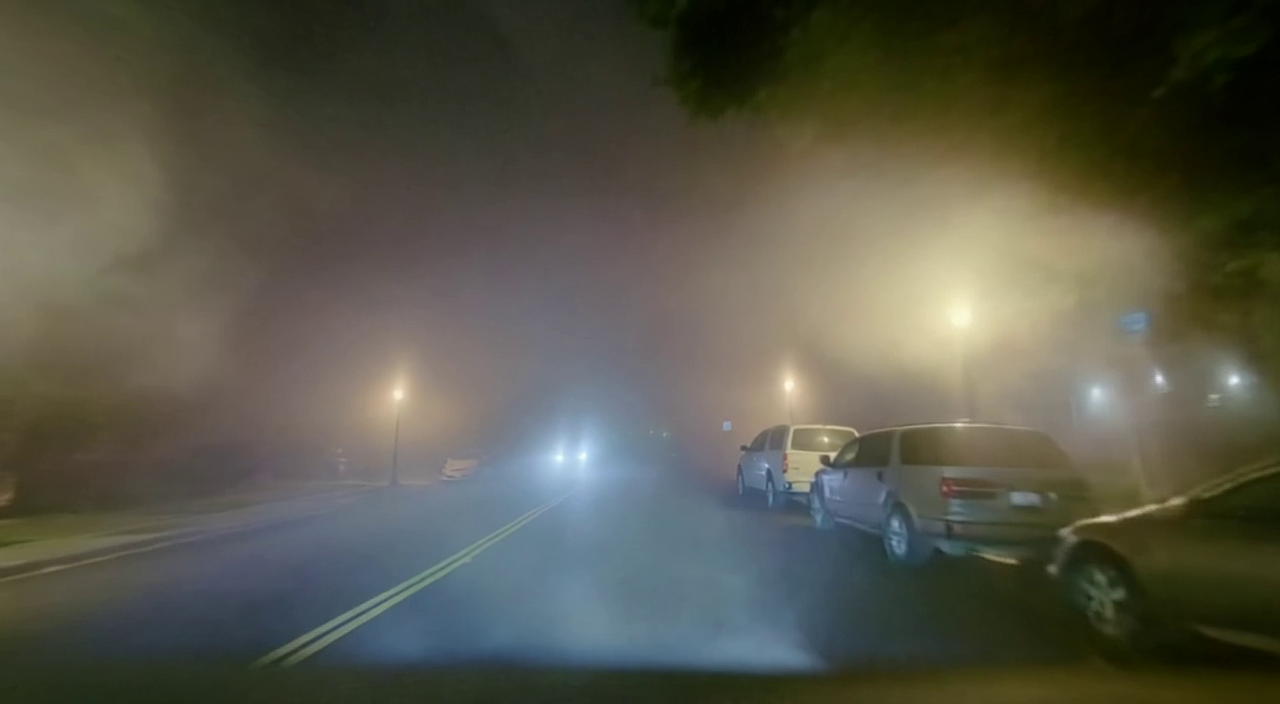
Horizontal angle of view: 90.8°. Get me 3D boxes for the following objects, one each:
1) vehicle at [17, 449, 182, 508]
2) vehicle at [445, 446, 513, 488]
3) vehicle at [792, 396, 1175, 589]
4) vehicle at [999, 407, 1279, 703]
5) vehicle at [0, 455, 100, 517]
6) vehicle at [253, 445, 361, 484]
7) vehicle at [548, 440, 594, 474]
[{"bbox_3d":[-16.421,3.759,19.201,4.452,1.552,2.158,-5,-10,27],"label":"vehicle"},{"bbox_3d":[-7.136,5.081,28.394,1.928,1.537,4.439,-5,-8,-2],"label":"vehicle"},{"bbox_3d":[3.873,1.706,8.633,2.094,1.789,5.286,0,-9,-2],"label":"vehicle"},{"bbox_3d":[4.083,0.982,2.684,1.952,1.538,5.215,0,-8,-1],"label":"vehicle"},{"bbox_3d":[-16.528,3.432,16.493,4.018,1.401,1.912,-4,-9,21],"label":"vehicle"},{"bbox_3d":[-15.613,5.240,29.591,4.696,1.681,1.905,-4,-9,24],"label":"vehicle"},{"bbox_3d":[-3.846,5.916,35.947,2.088,1.772,4.375,-1,-9,0],"label":"vehicle"}]
